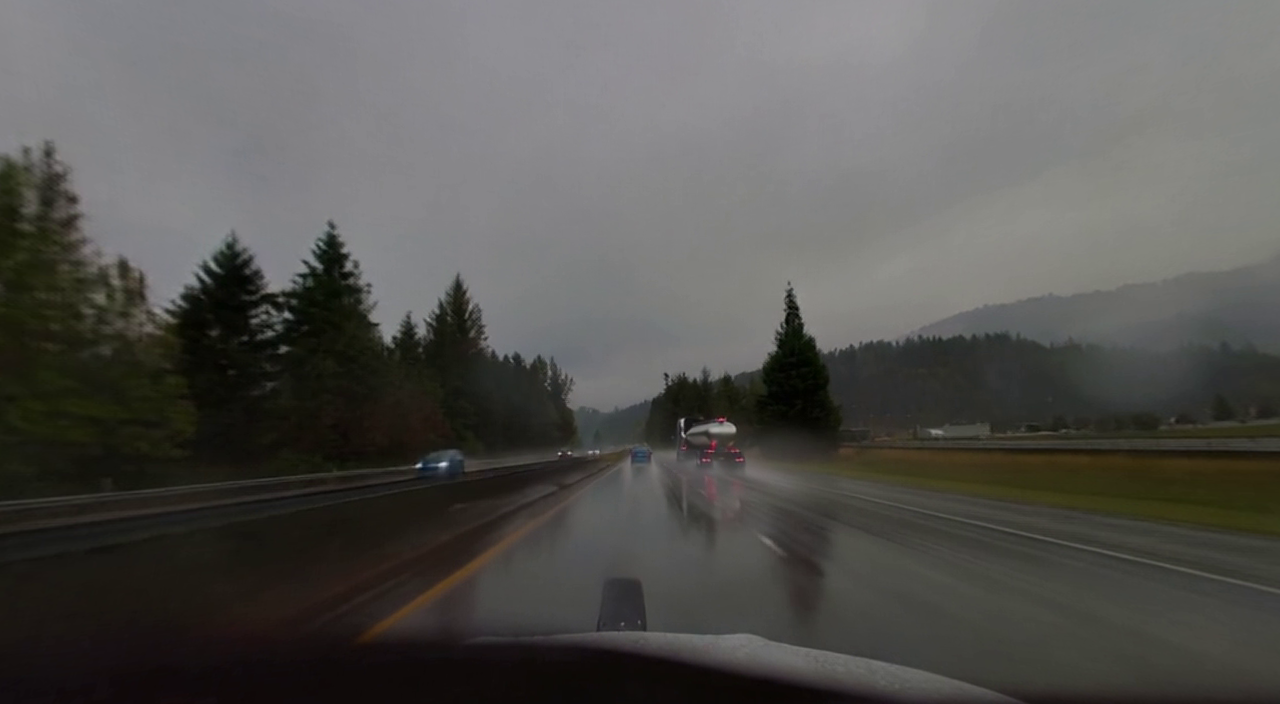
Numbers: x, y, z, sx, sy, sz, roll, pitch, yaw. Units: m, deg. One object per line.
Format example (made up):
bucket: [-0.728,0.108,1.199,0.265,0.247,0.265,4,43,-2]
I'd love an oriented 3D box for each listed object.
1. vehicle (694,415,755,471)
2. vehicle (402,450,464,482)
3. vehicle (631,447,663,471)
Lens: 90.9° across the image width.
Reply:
vehicle: [4.988,5.600,38.468,2.718,3.034,7.395,0,-9,0]
vehicle: [-11.867,6.547,36.422,1.995,1.691,4.555,0,-9,0]
vehicle: [0.412,6.738,39.839,1.926,1.386,3.615,0,-9,0]
